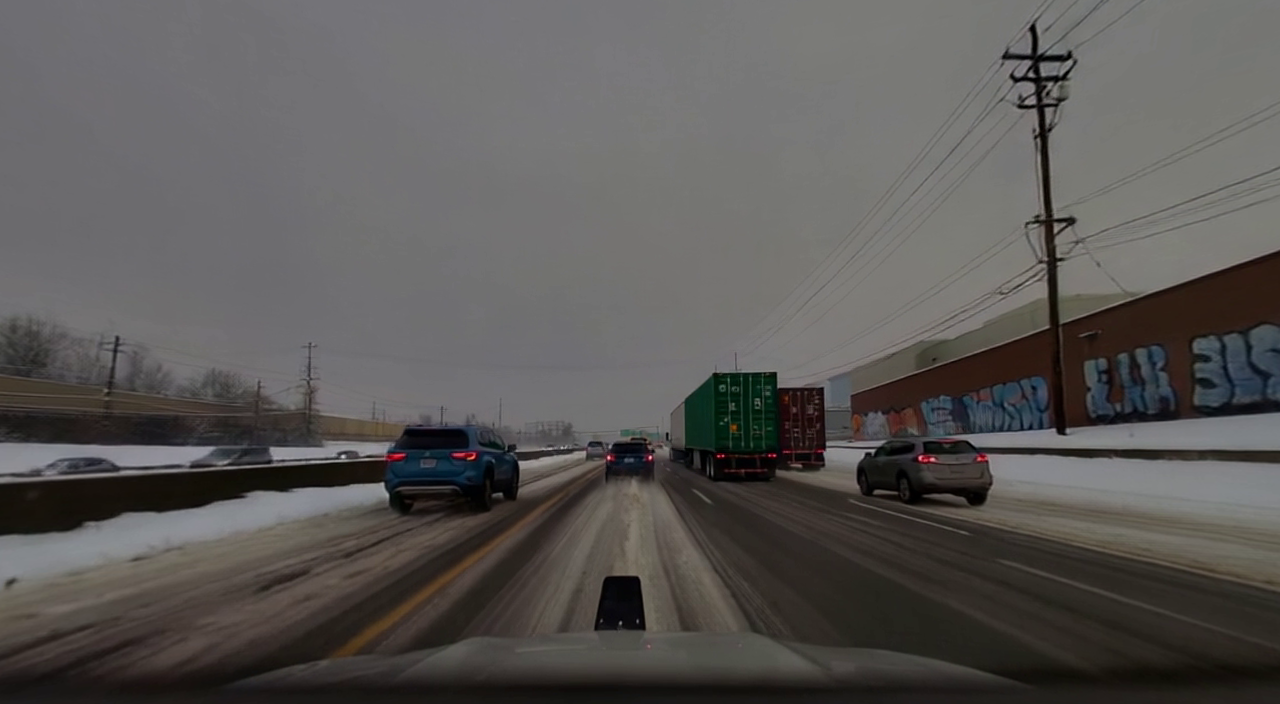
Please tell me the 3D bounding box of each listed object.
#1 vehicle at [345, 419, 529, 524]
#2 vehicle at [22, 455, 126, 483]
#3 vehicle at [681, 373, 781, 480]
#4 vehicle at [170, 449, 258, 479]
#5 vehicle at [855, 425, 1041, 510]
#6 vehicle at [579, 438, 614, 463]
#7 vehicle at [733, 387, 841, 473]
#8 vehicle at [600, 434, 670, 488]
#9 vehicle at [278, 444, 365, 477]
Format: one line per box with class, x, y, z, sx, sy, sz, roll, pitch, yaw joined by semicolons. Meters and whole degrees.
vehicle;-3.955;2.434;13.368;2.264;1.804;4.584;0;-9;1
vehicle;-32.689;6.730;36.712;1.823;1.464;4.887;1;-9;-5
vehicle;3.887;3.806;30.578;2.800;4.039;13.179;0;-9;0
vehicle;-22.706;5.959;33.892;1.774;1.432;4.377;0;-9;-2
vehicle;7.148;2.736;15.411;2.202;1.731;4.628;0;-9;0
vehicle;-3.289;7.614;48.977;2.243;1.820;4.473;0;-9;2
vehicle;7.858;4.633;36.135;2.868;4.017;12.827;0;-9;-1
vehicle;-0.158;3.727;21.856;2.191;1.685;4.015;0;-9;0
vehicle;-15.813;5.383;31.704;1.920;1.507;4.968;0;-9;-2
